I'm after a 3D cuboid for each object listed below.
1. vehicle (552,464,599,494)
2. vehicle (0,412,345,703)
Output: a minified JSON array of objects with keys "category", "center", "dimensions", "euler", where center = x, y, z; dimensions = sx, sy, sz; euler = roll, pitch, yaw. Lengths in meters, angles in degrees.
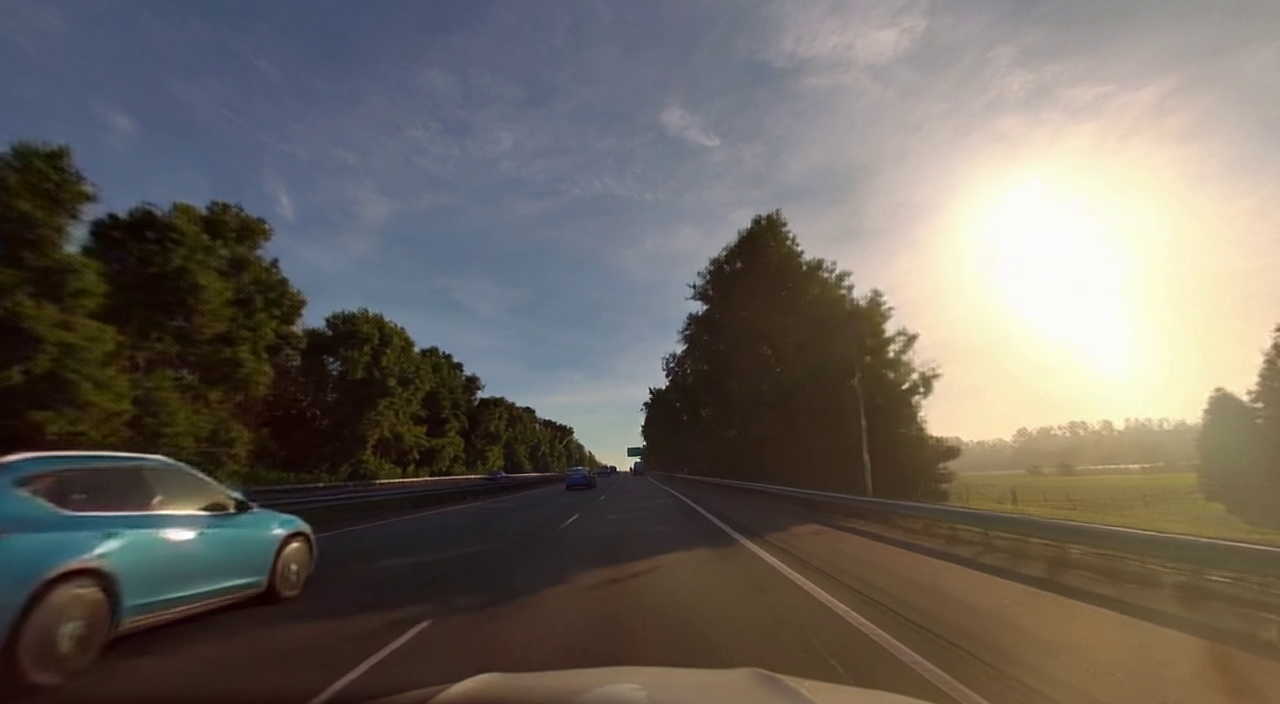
[{"category":"vehicle","center":[-3.482,6.981,34.808],"dimensions":[2.006,1.516,4.820],"euler":[1,-11,0]},{"category":"vehicle","center":[-4.307,1.319,4.577],"dimensions":[2.040,1.525,4.603],"euler":[1,-11,0]}]
